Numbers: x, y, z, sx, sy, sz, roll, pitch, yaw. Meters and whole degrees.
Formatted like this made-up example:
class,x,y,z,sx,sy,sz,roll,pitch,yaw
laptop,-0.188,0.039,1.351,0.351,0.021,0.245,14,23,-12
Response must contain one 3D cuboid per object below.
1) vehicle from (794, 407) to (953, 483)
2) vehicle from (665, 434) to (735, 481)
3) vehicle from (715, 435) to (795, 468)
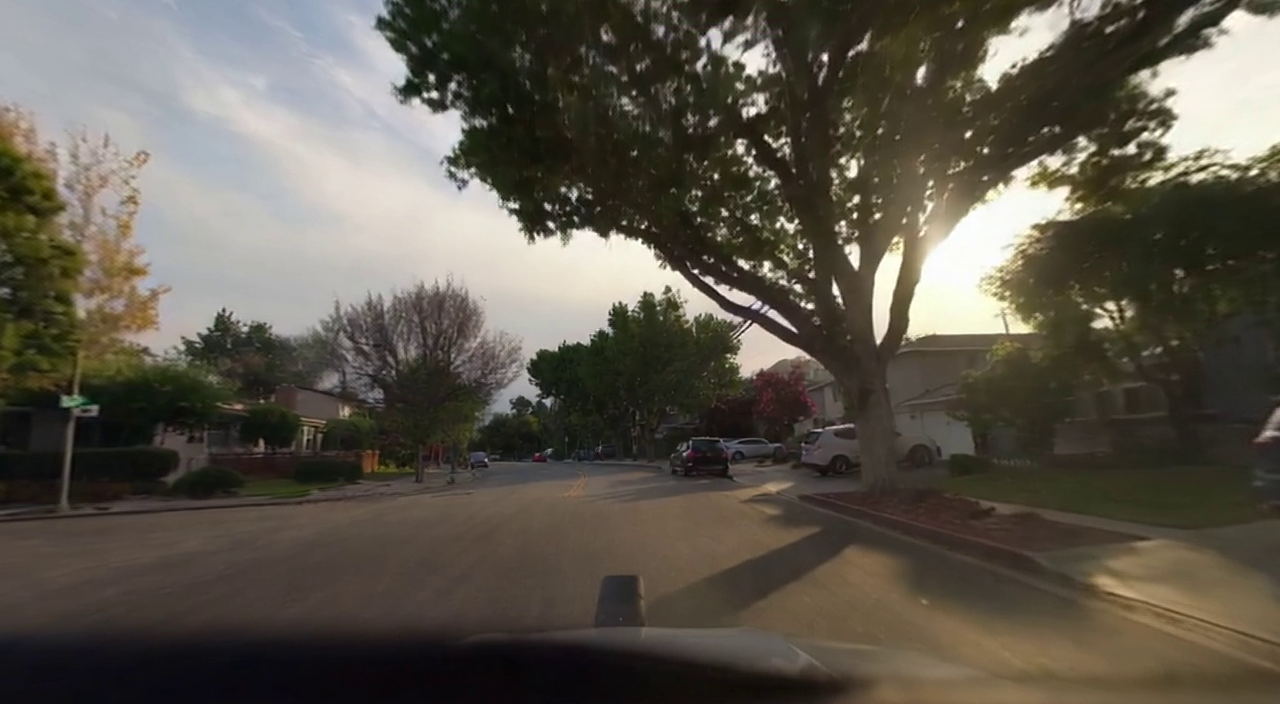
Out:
class,x,y,z,sx,sy,sz,roll,pitch,yaw
vehicle,8.532,3.433,23.461,4.801,2.139,2.164,-6,-8,-2
vehicle,2.628,4.803,29.002,2.214,1.962,4.733,1,-8,-7
vehicle,7.369,6.457,40.997,4.666,1.655,2.169,-5,-8,1
